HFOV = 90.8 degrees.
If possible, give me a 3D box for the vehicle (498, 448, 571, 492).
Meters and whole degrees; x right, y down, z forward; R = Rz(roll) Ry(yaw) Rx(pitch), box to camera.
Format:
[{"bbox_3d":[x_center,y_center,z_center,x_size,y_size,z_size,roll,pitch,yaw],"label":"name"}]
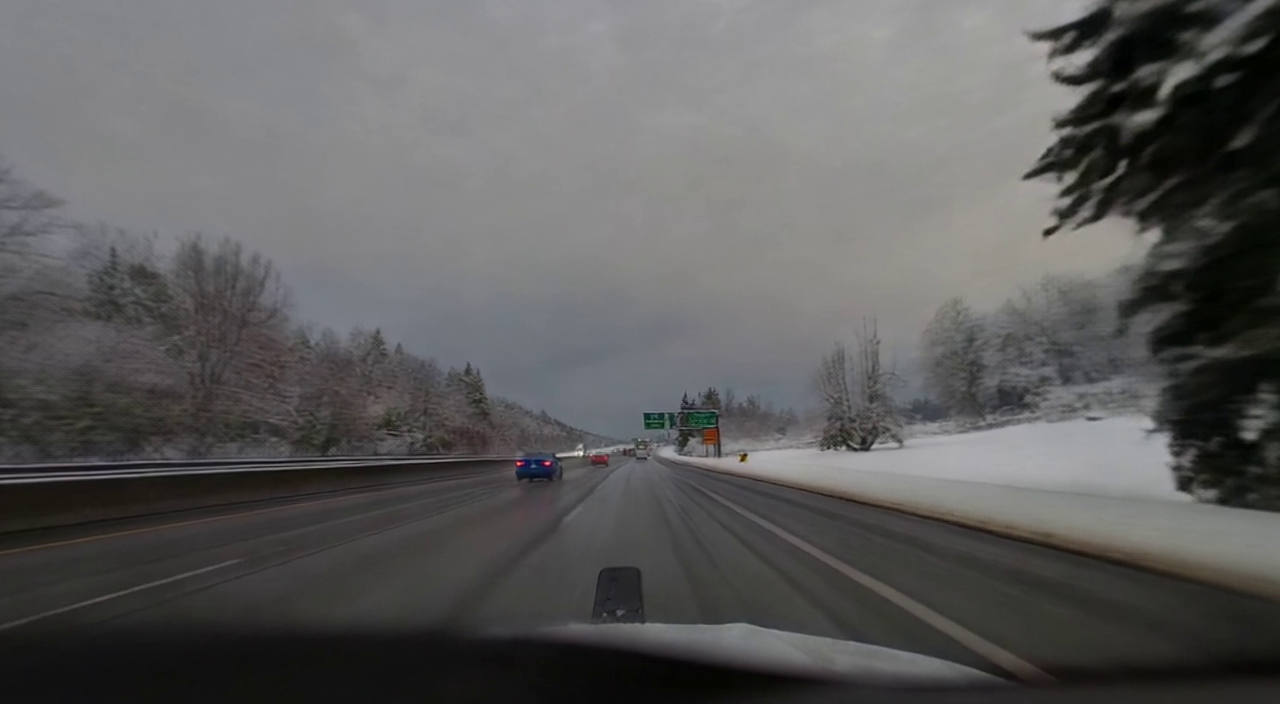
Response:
[{"bbox_3d":[-4.037,4.573,24.799,2.121,1.537,3.852,-1,-9,1],"label":"vehicle"}]
